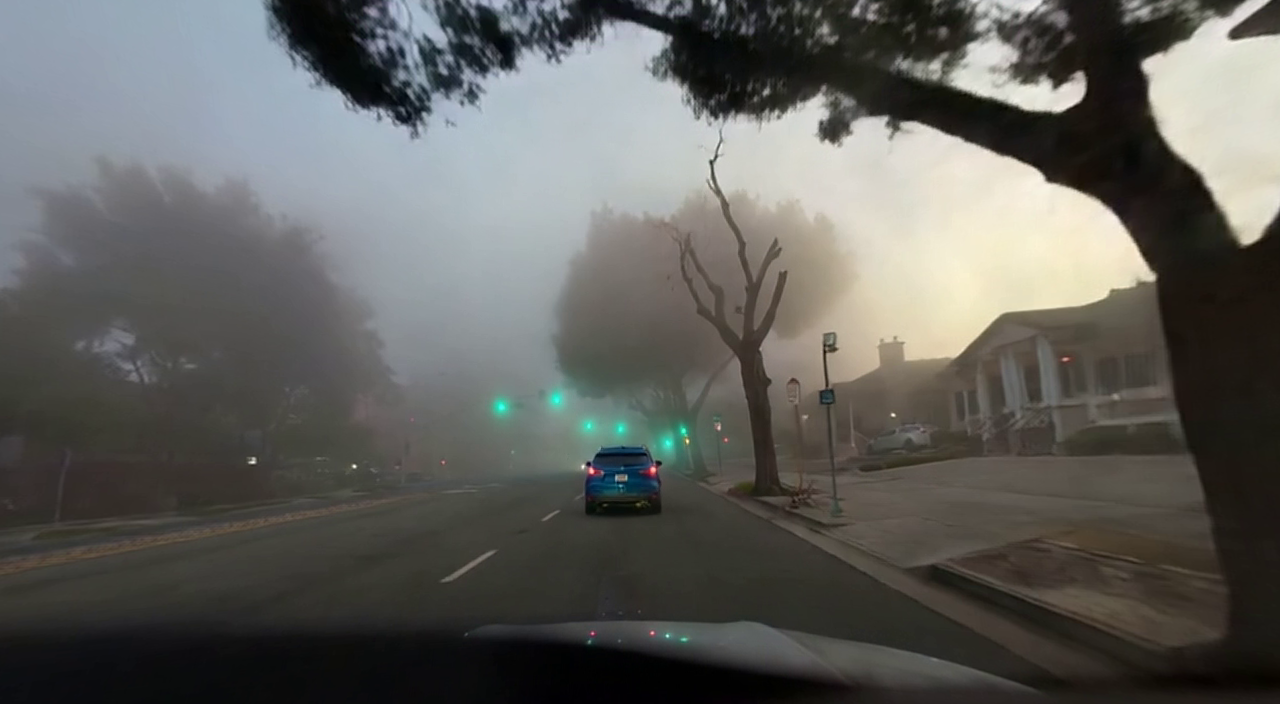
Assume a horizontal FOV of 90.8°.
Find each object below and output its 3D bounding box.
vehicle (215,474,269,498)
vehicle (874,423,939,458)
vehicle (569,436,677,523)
[{"bbox_3d":[-28.656,9.658,45.596,1.771,1.435,4.144,-3,-11,-9],"label":"vehicle"},{"bbox_3d":[16.280,5.539,38.915,2.039,1.990,5.111,-1,-9,4],"label":"vehicle"},{"bbox_3d":[-0.364,2.844,14.497,2.136,1.703,3.910,0,-9,-1],"label":"vehicle"}]
